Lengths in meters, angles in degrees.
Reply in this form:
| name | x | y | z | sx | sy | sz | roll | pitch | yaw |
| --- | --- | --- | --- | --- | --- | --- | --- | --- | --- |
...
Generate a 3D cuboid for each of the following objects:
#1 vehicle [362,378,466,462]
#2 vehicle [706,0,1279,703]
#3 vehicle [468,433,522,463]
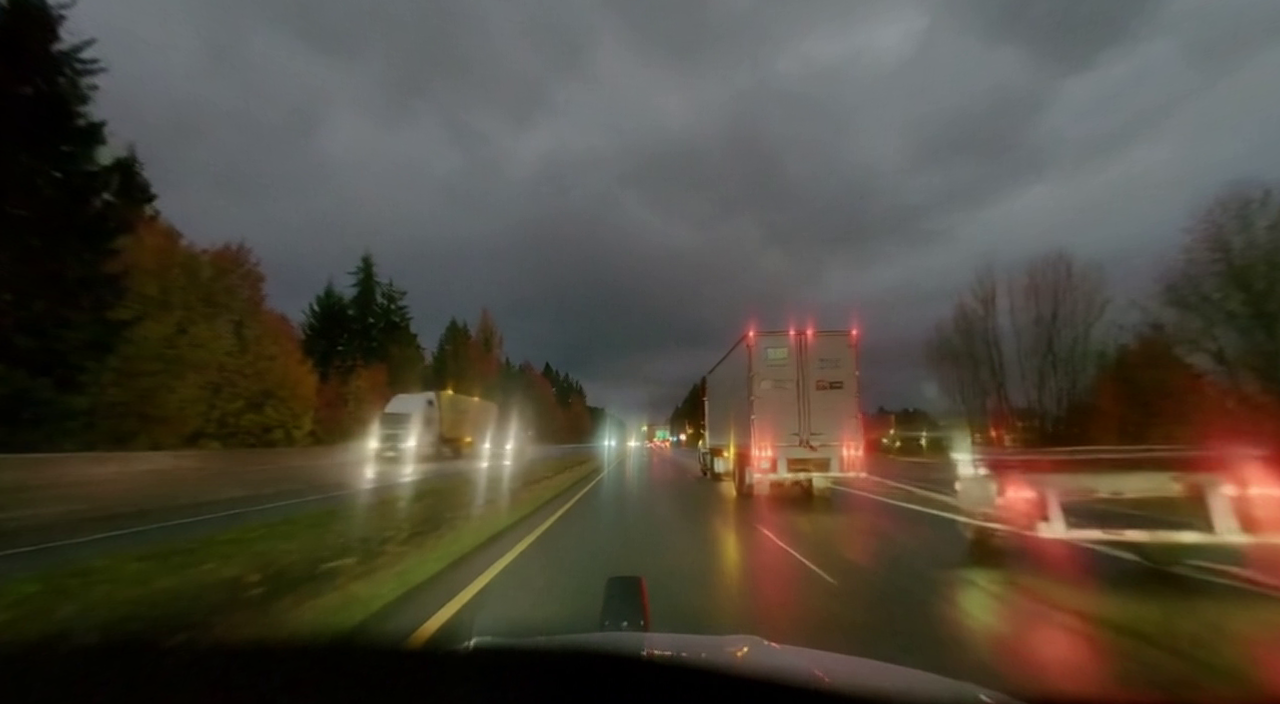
| name | x | y | z | sx | sy | sz | roll | pitch | yaw |
| --- | --- | --- | --- | --- | --- | --- | --- | --- | --- |
| vehicle | -11.614 | 3.688 | 33.016 | 2.971 | 3.993 | 5.994 | 0 | -8 | 1 |
| vehicle | 3.666 | 0.618 | 10.346 | 3.691 | 4.331 | 13.909 | 0 | -8 | 0 |
| vehicle | -7.741 | 5.151 | 33.958 | 1.915 | 1.514 | 3.866 | 0 | -8 | 1 |
